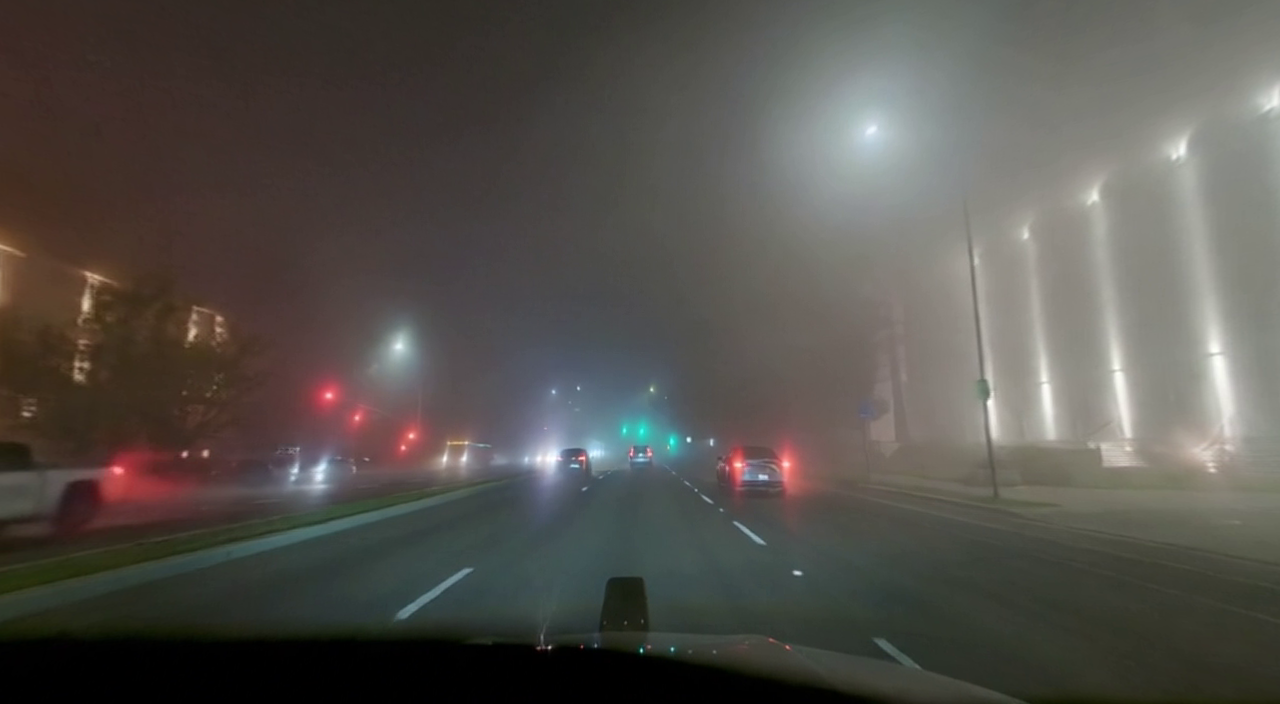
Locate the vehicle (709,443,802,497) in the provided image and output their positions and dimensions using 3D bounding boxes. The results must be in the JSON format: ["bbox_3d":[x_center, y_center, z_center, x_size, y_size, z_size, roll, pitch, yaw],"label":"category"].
[{"bbox_3d":[3.475,3.640,19.931,1.990,1.486,4.431,0,-9,-2],"label":"vehicle"}]

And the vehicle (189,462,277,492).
[{"bbox_3d":[-22.565,6.928,35.193,1.801,1.467,4.723,0,-9,0],"label":"vehicle"}]

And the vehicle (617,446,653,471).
[{"bbox_3d":[-0.320,6.676,39.696,2.101,1.480,3.929,0,-9,-1],"label":"vehicle"}]

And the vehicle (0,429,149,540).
[{"bbox_3d":[-12.422,2.397,11.441,2.296,1.941,5.816,-1,-9,0],"label":"vehicle"}]

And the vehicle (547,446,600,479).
[{"bbox_3d":[-3.155,5.358,30.849,2.082,1.467,4.379,0,-9,0],"label":"vehicle"}]

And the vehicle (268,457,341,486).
[{"bbox_3d":[-19.061,6.785,36.048,1.924,1.493,4.006,0,-9,0],"label":"vehicle"}]
